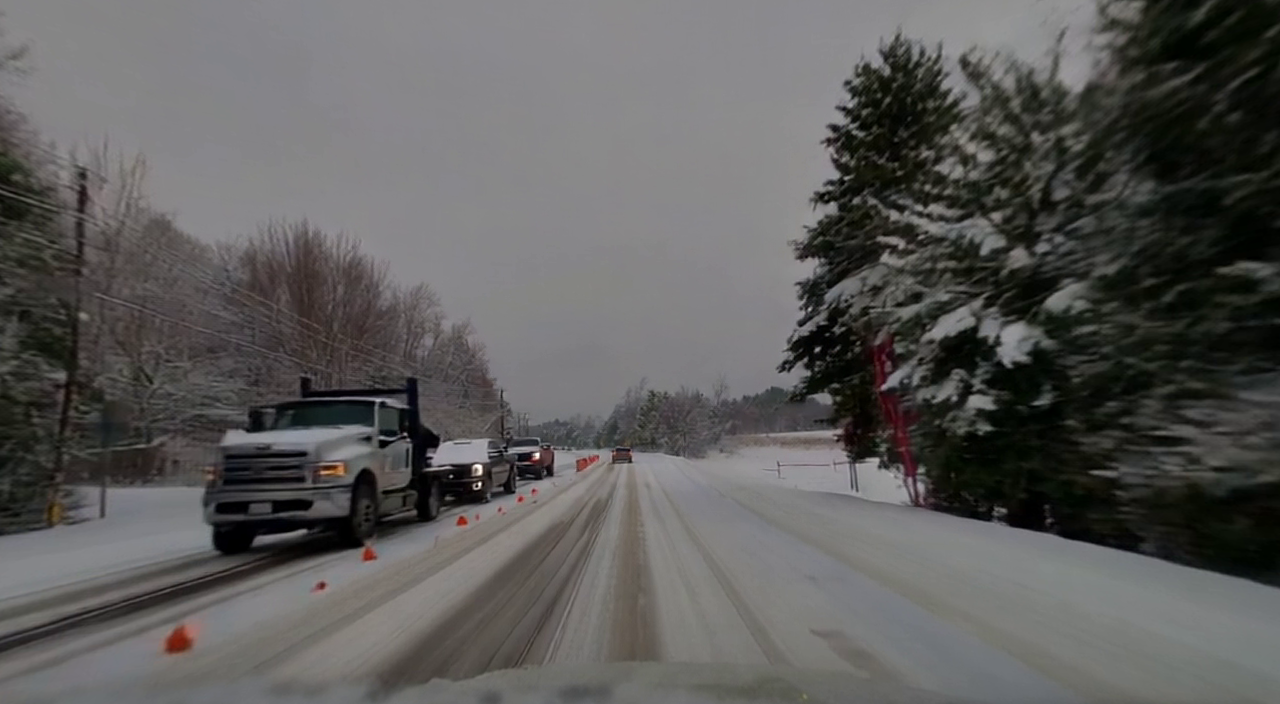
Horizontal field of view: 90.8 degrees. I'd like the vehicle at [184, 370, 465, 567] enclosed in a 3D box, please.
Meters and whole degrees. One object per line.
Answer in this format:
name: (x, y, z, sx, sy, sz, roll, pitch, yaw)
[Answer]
vehicle: (-4.572, 1.774, 10.126, 2.380, 2.488, 4.028, 0, -9, -1)
